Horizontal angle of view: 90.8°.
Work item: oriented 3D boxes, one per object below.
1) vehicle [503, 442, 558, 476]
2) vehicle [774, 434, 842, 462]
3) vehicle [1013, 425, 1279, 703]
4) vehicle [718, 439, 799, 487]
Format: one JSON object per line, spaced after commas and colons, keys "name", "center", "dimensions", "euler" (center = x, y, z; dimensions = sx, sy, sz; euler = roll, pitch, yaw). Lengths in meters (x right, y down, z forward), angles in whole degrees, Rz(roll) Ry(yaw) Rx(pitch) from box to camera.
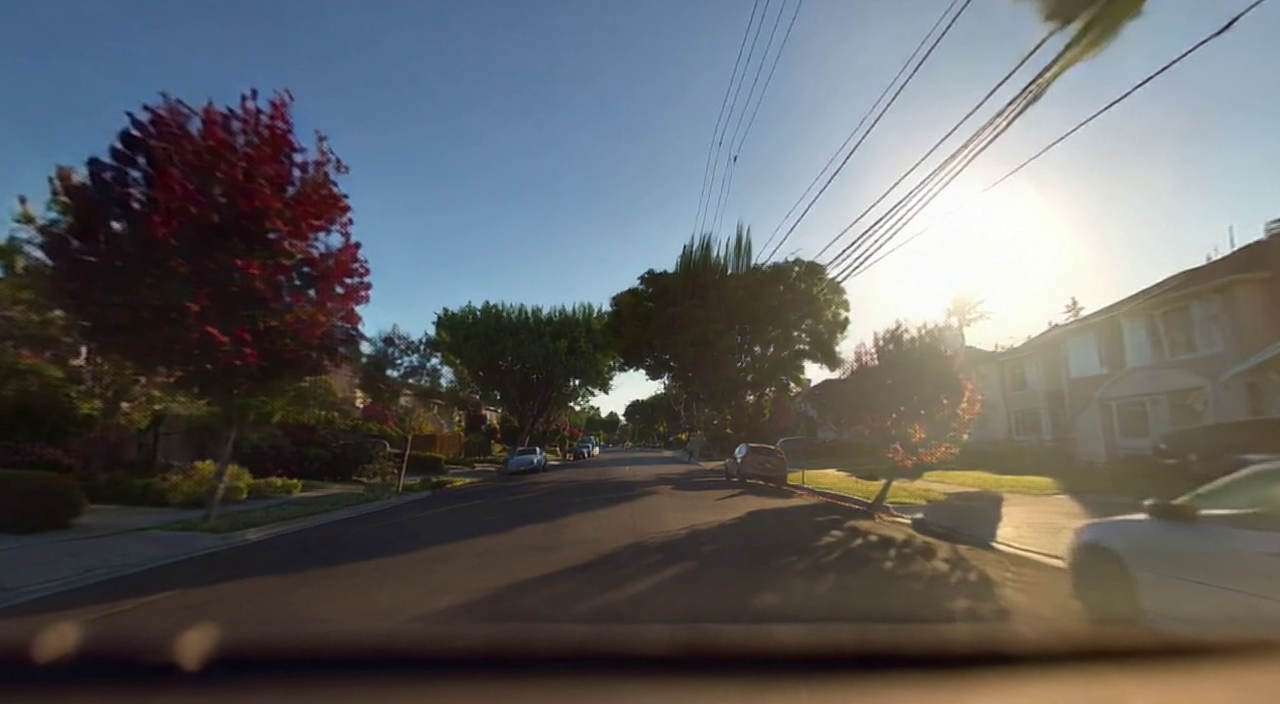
{"name": "vehicle", "center": [-5.791, 5.696, 34.090], "dimensions": [1.954, 1.551, 5.128], "euler": [-3, -7, 1]}
{"name": "vehicle", "center": [11.427, 6.581, 43.160], "dimensions": [4.293, 1.657, 1.961], "euler": [-3, -13, 14]}
{"name": "vehicle", "center": [4.208, 1.058, 2.811], "dimensions": [1.936, 1.464, 5.141], "euler": [0, -9, 0]}
{"name": "vehicle", "center": [4.180, 3.990, 22.975], "dimensions": [2.020, 1.558, 3.925], "euler": [1, -9, -3]}
